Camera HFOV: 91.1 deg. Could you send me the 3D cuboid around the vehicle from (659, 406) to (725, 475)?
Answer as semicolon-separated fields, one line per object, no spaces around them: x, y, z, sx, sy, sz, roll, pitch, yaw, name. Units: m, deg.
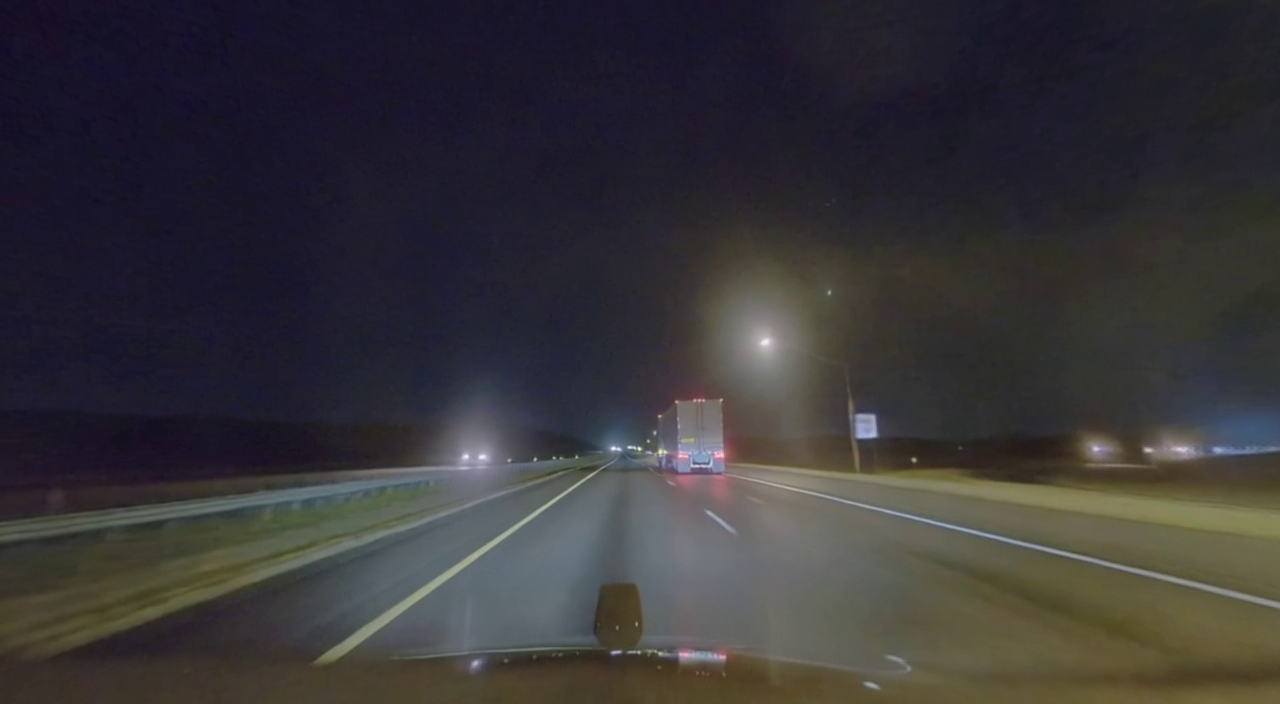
3.262;6.242;43.772;2.938;4.076;13.362;0;-9;-2;vehicle
